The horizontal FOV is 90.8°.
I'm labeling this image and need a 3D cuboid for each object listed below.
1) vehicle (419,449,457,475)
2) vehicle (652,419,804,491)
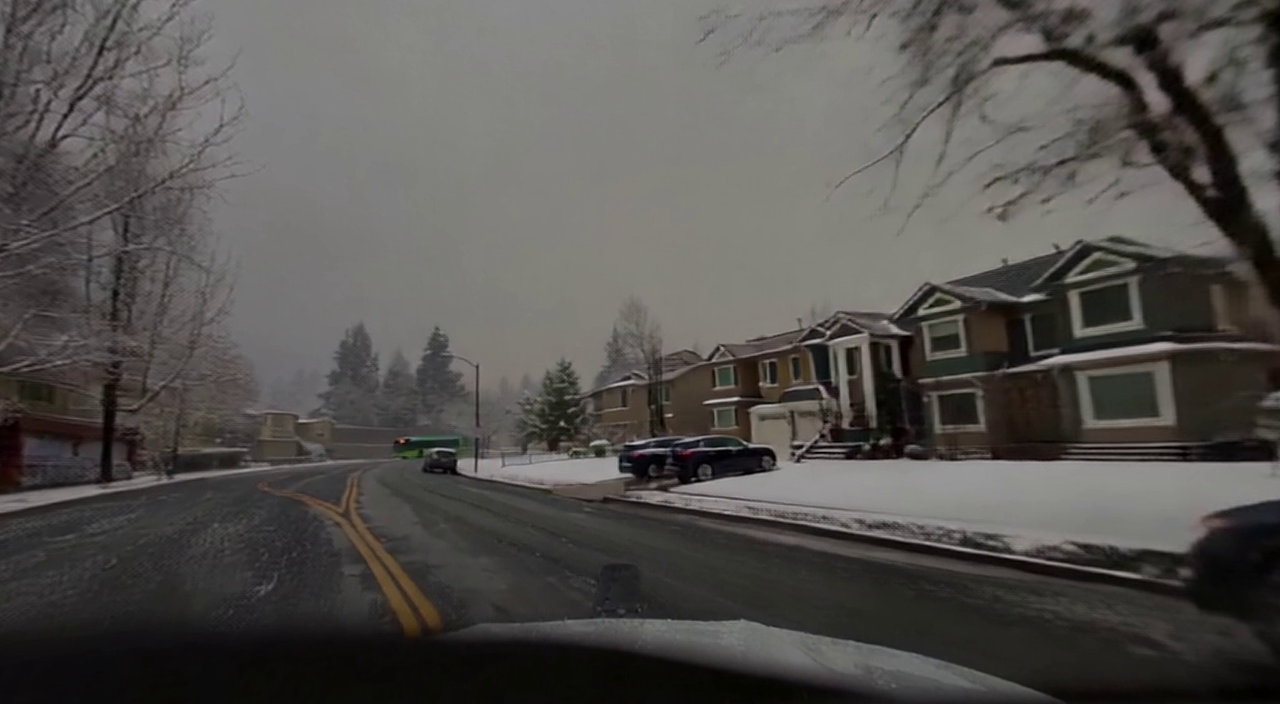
[{"bbox_3d":[-13.163,7.111,41.027,1.984,1.601,3.994,3,-9,-21],"label":"vehicle"},{"bbox_3d":[2.842,3.258,20.419,4.431,1.873,1.920,0,-8,-27],"label":"vehicle"}]
